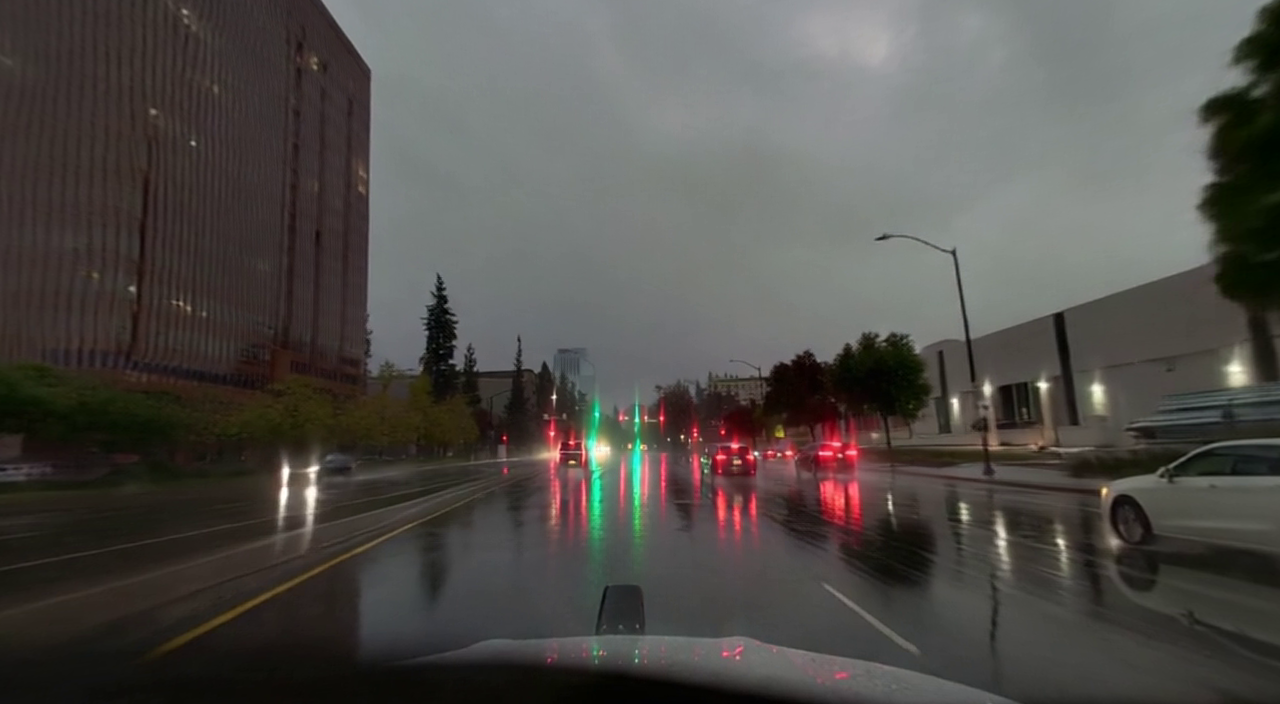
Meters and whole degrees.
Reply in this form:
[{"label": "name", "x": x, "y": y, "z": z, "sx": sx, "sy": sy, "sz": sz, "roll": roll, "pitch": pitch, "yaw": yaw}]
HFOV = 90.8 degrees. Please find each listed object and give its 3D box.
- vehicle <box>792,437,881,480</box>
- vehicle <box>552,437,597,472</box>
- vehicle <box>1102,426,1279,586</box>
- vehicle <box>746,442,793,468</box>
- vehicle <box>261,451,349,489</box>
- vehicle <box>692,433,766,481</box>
[{"label": "vehicle", "x": 7.578, "y": 4.162, "z": 24.908, "sx": 1.944, "sy": 1.503, "sz": 4.723, "roll": 0, "pitch": -8, "yaw": -1}, {"label": "vehicle", "x": -3.510, "y": 5.603, "z": 34.732, "sx": 2.155, "sy": 1.797, "sz": 3.989, "roll": 0, "pitch": -8, "yaw": -2}, {"label": "vehicle", "x": 6.755, "y": 1.387, "z": 5.688, "sx": 1.830, "sy": 1.443, "sz": 4.351, "roll": 0, "pitch": -8, "yaw": -1}, {"label": "vehicle", "x": 7.749, "y": 6.189, "z": 38.144, "sx": 1.884, "sy": 1.478, "sz": 4.164, "roll": 0, "pitch": -8, "yaw": -1}, {"label": "vehicle", "x": -16.688, "y": 5.840, "z": 31.745, "sx": 1.954, "sy": 1.699, "sz": 4.542, "roll": 0, "pitch": -8, "yaw": 0}, {"label": "vehicle", "x": 3.470, "y": 4.219, "z": 25.611, "sx": 2.152, "sy": 1.742, "sz": 4.704, "roll": 0, "pitch": -8, "yaw": -2}]
